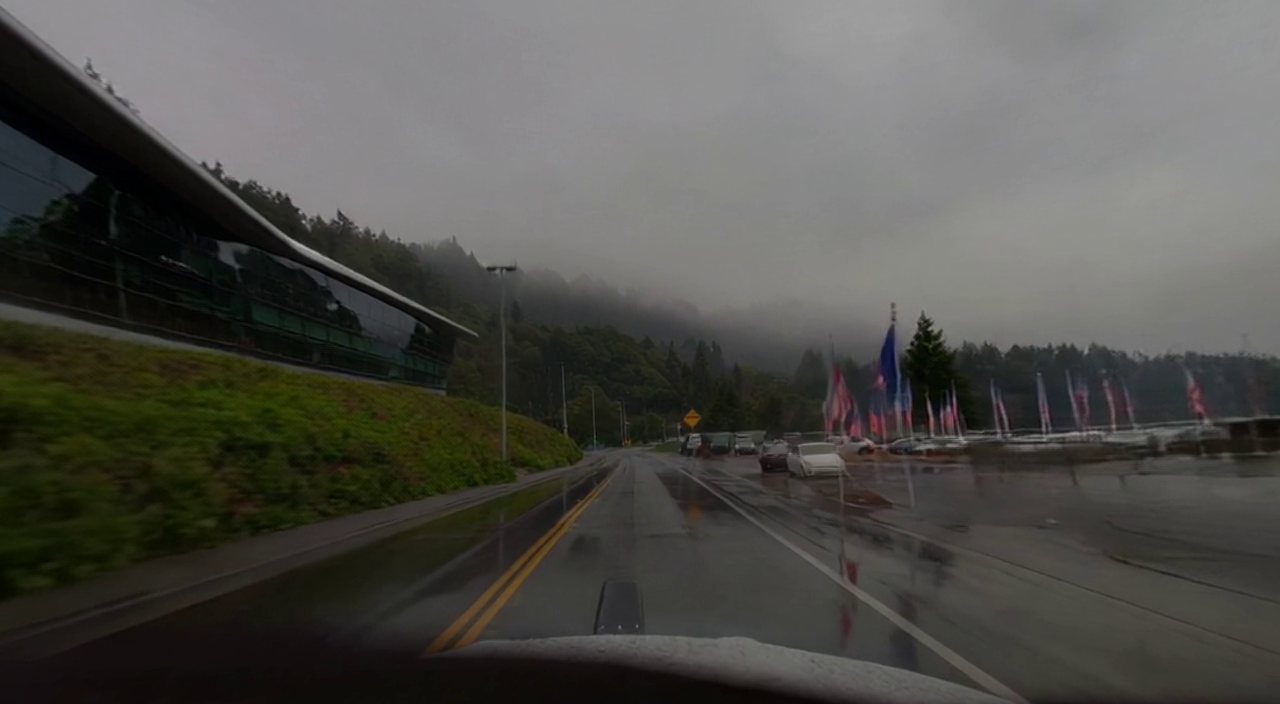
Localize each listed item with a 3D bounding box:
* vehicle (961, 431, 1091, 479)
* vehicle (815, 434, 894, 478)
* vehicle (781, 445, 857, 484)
[{"bbox_3d":[14.695,3.968,24.301,1.947,1.657,4.314,0,-9,-6],"label":"vehicle"},{"bbox_3d":[10.154,4.974,30.213,2.113,1.945,4.546,0,-9,-1],"label":"vehicle"},{"bbox_3d":[7.476,4.732,26.743,1.909,1.496,4.079,0,-9,-2],"label":"vehicle"}]
